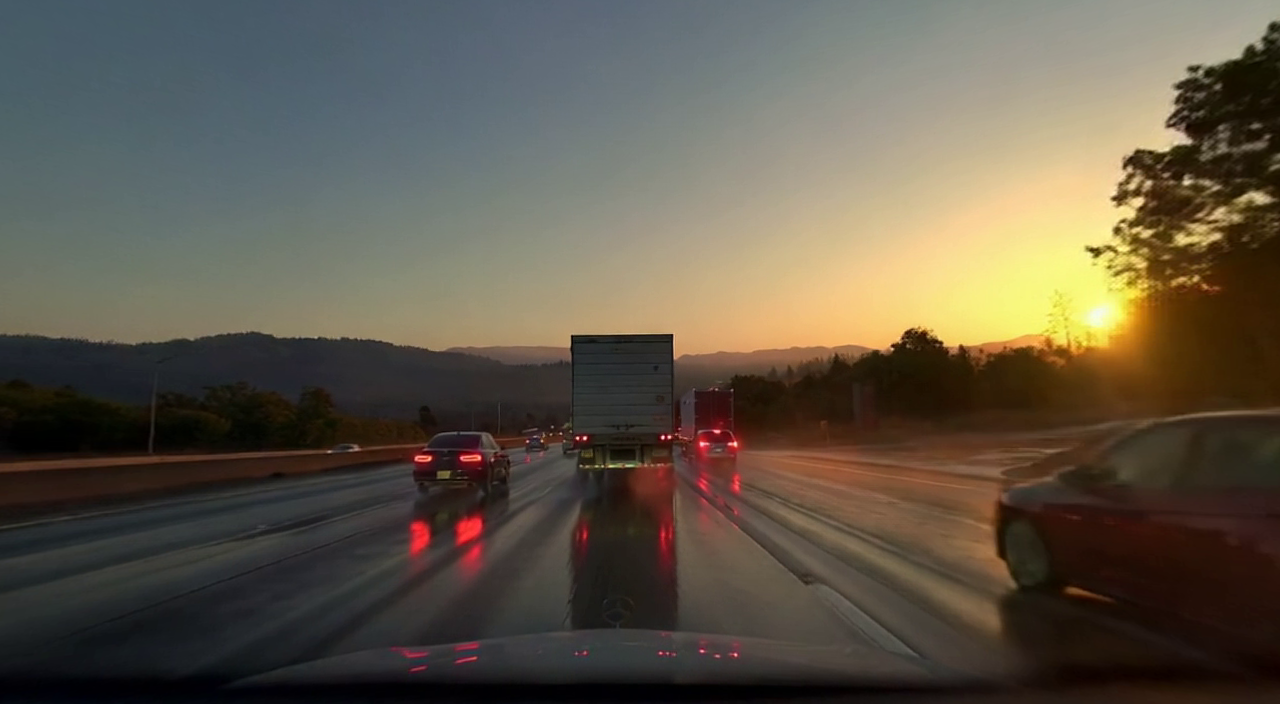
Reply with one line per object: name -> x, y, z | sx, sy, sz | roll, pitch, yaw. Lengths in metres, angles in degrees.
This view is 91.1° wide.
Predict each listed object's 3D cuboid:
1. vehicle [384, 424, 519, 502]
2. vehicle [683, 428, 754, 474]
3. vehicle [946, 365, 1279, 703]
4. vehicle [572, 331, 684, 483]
vehicle -> -4.066, 2.433, 14.271 | 1.882, 1.493, 3.828 | 0, -8, 0
vehicle -> 2.797, 3.627, 23.334 | 1.976, 1.513, 4.065 | 0, -8, -2
vehicle -> 3.547, 0.890, 3.057 | 1.945, 1.529, 4.129 | 0, -8, -1
vehicle -> -0.480, 2.098, 21.663 | 2.938, 4.033, 9.980 | 0, -8, -2
